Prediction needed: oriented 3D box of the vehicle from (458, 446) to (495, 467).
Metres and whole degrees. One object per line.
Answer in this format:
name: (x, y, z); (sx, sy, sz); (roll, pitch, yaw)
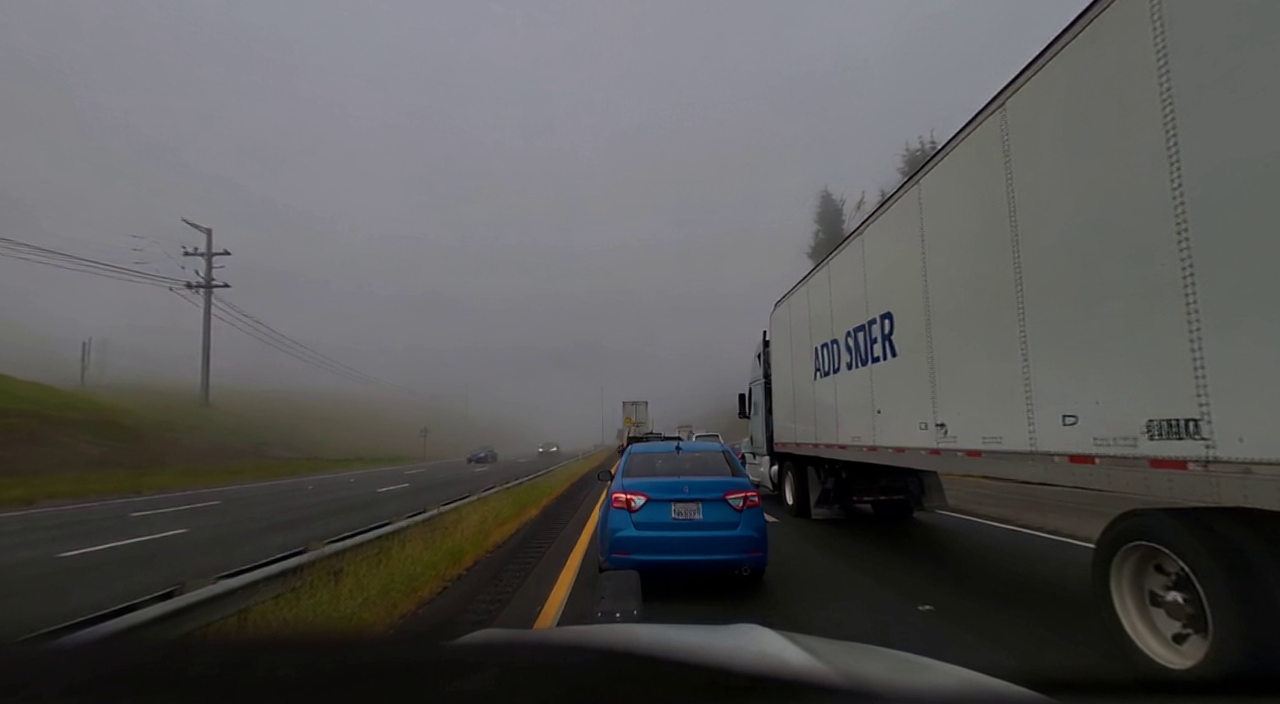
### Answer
vehicle: (-12.474, 7.978, 48.285); (1.795, 1.441, 3.759); (-1, -8, 0)

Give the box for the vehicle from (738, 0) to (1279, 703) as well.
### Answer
vehicle: (4.186, 0.414, 8.096); (3.138, 4.065, 14.276); (0, -8, -2)

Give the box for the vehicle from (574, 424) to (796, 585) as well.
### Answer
vehicle: (0.341, 1.660, 7.674); (2.045, 1.446, 3.597); (0, -8, -2)
